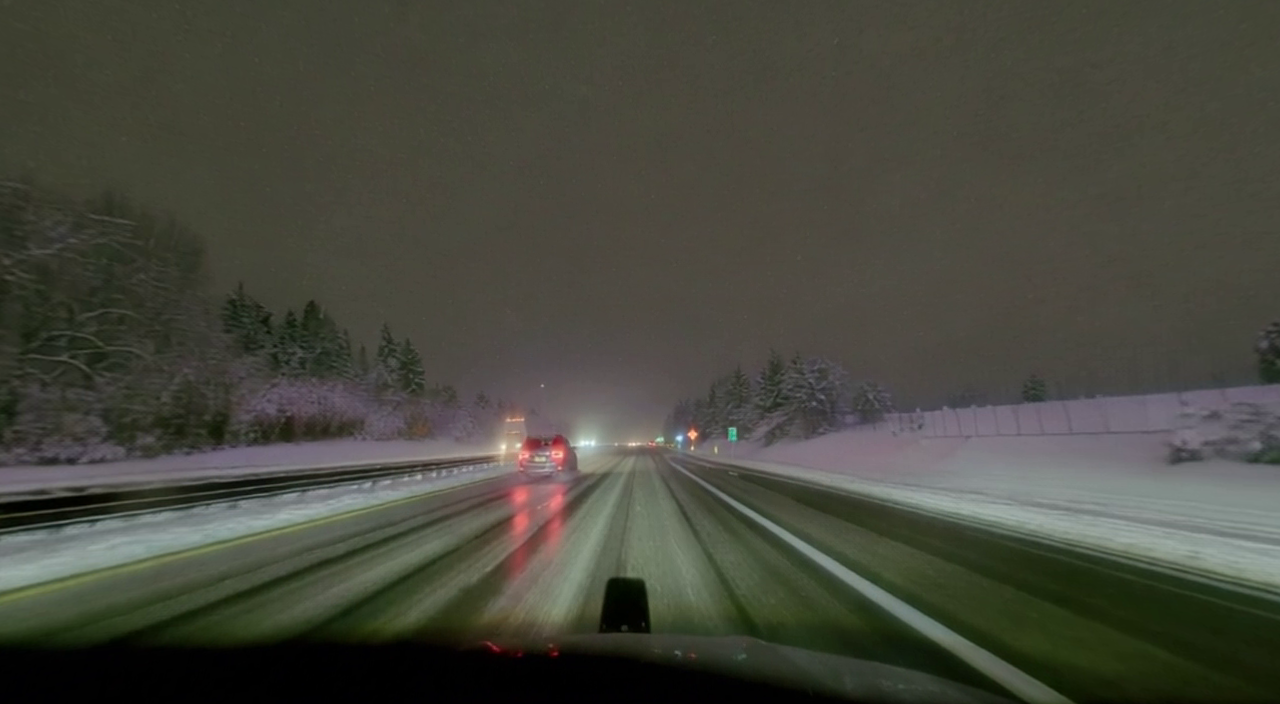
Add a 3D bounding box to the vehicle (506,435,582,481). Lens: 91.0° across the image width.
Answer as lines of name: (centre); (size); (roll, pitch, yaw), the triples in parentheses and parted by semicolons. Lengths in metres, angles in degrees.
vehicle: (-3.415, 3.852, 23.196); (2.051, 1.531, 4.250); (0, -8, 1)
